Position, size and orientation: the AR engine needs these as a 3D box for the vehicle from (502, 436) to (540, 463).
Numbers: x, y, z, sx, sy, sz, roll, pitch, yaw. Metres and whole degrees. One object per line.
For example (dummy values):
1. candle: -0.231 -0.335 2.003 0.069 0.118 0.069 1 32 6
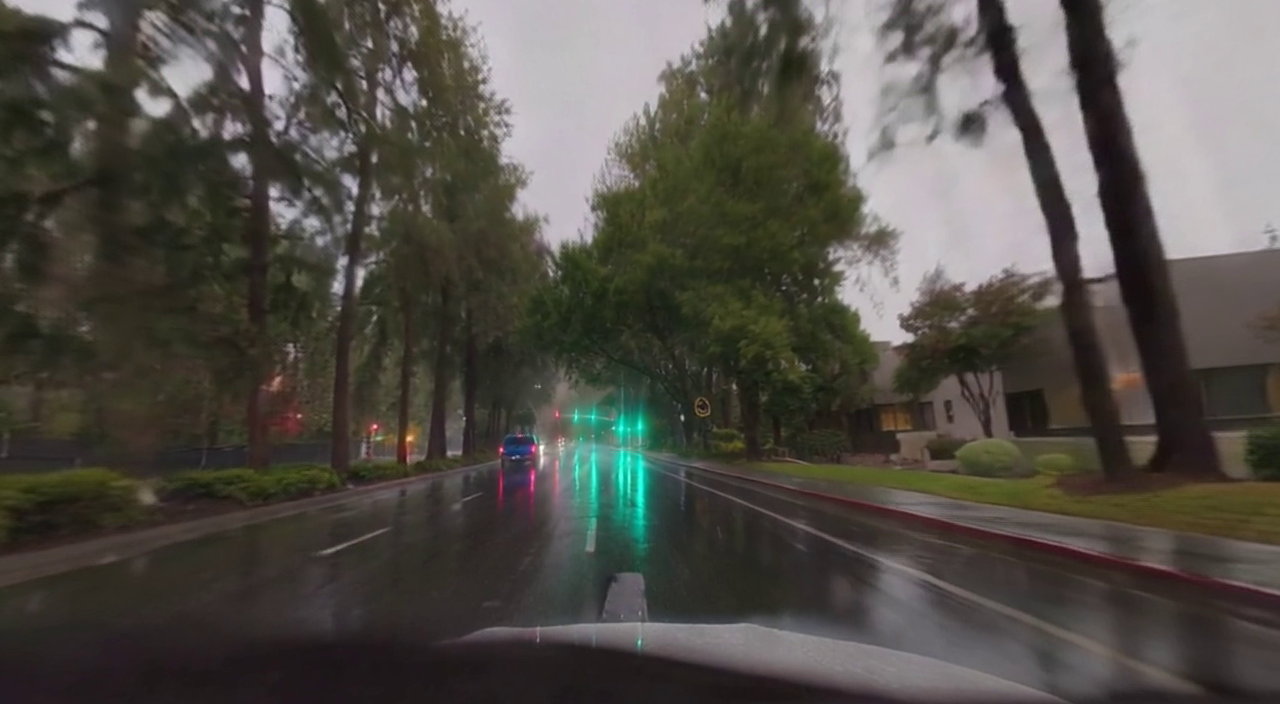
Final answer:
1. vehicle: -8.809 7.317 47.369 2.267 1.849 6.402 1 -9 -6
